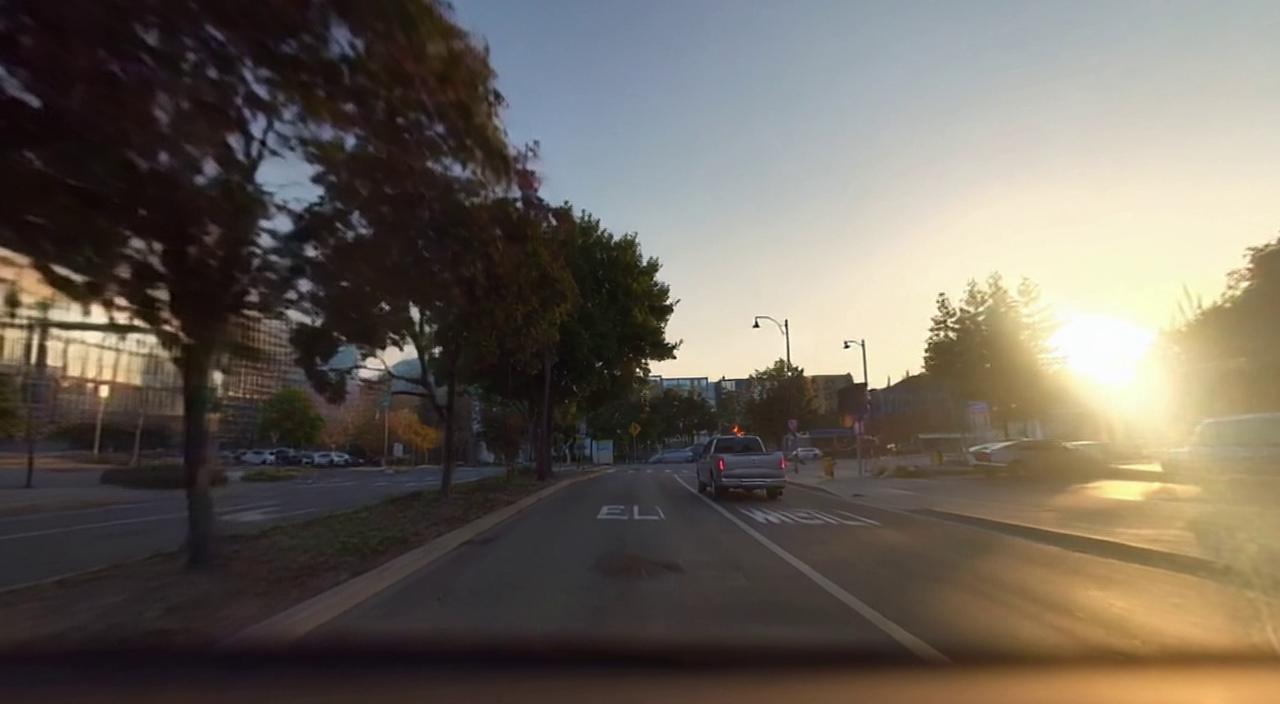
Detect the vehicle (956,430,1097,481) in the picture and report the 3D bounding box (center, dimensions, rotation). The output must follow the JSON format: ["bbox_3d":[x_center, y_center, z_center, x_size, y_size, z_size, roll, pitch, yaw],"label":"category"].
[{"bbox_3d":[17.217,4.633,28.384,4.765,1.678,2.228,-5,-3,6],"label":"vehicle"}]

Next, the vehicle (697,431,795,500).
[{"bbox_3d":[3.234,3.612,20.687,2.402,1.922,5.677,0,-8,2],"label":"vehicle"}]

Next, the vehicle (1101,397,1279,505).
[{"bbox_3d":[15.705,2.541,14.842,7.551,2.142,2.896,4,-10,-1],"label":"vehicle"}]
